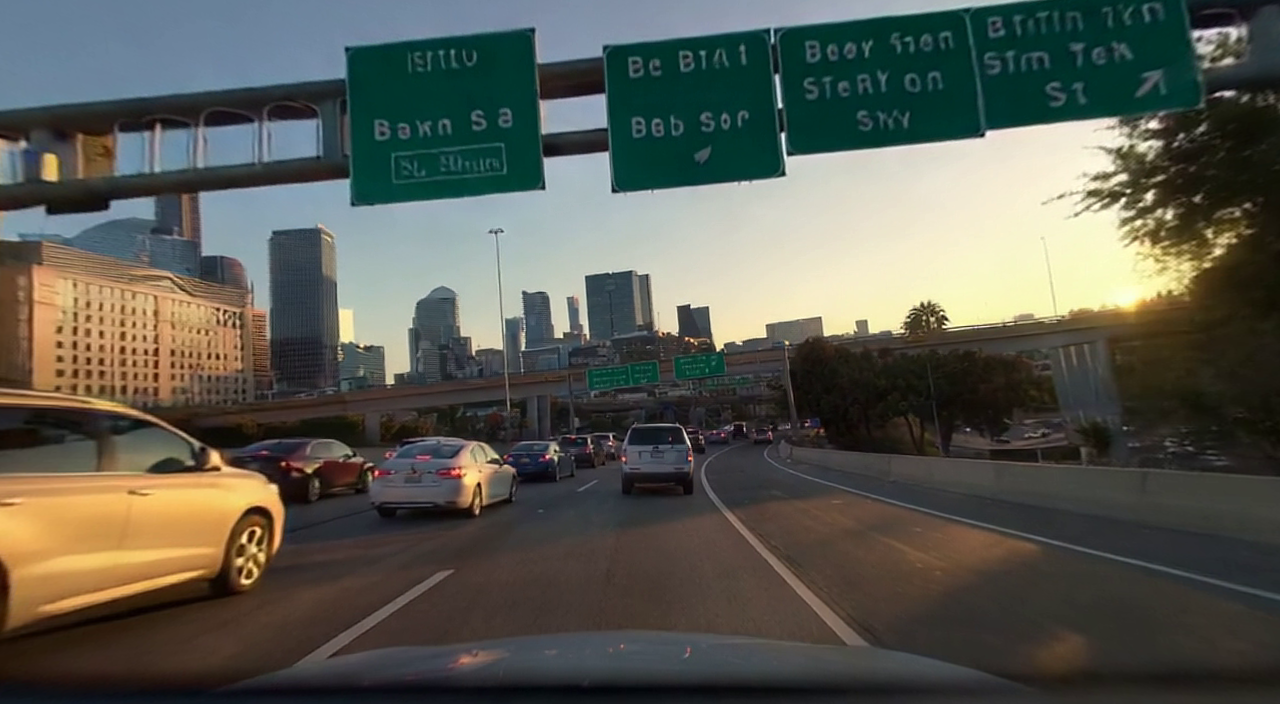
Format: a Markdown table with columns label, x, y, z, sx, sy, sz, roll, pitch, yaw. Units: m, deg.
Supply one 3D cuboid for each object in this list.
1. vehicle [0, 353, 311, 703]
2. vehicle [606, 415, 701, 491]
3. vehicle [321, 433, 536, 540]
| label | x | y | z | sx | sy | sz | roll | pitch | yaw |
| --- | --- | --- | --- | --- | --- | --- | --- | --- | --- |
| vehicle | -4.207 | 1.079 | 4.106 | 1.850 | 1.862 | 4.150 | 0 | -9 | 0 |
| vehicle | 0.524 | 3.213 | 20.342 | 2.616 | 2.063 | 5.933 | 0 | -9 | 3 |
| vehicle | -3.420 | 2.282 | 11.491 | 1.998 | 1.494 | 5.020 | 0 | -9 | 3 |
